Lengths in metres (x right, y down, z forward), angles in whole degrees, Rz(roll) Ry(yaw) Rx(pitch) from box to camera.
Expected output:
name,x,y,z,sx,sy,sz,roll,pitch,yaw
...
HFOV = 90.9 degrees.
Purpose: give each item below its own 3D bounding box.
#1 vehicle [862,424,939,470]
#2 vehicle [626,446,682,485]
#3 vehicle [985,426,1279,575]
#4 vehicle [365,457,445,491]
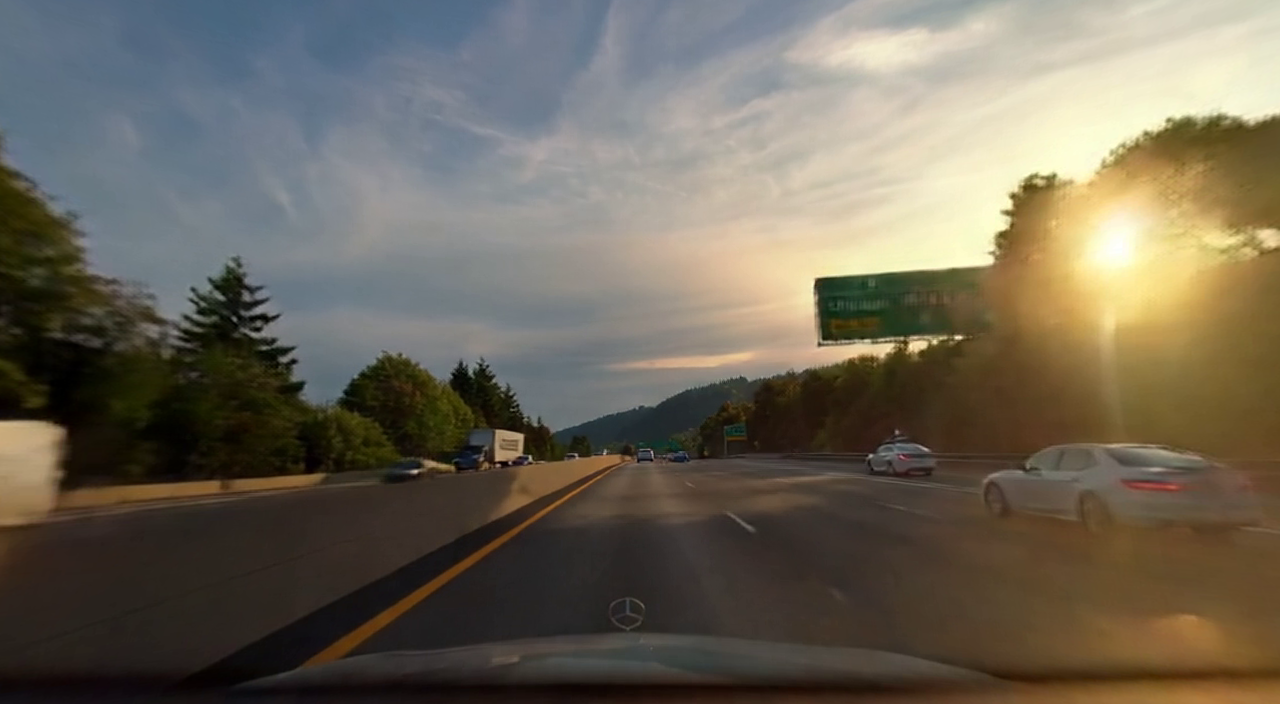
name,x,y,z,sx,sy,sz,roll,pitch,yaw
vehicle,14.759,5.450,36.113,2.115,2.446,5.323,0,-9,0
vehicle,0.544,4.757,26.682,2.177,1.520,4.278,0,-9,0
vehicle,7.179,1.883,8.823,1.977,1.502,4.670,0,-9,-1
vehicle,-11.525,5.982,31.281,2.285,1.503,4.397,0,-9,0
